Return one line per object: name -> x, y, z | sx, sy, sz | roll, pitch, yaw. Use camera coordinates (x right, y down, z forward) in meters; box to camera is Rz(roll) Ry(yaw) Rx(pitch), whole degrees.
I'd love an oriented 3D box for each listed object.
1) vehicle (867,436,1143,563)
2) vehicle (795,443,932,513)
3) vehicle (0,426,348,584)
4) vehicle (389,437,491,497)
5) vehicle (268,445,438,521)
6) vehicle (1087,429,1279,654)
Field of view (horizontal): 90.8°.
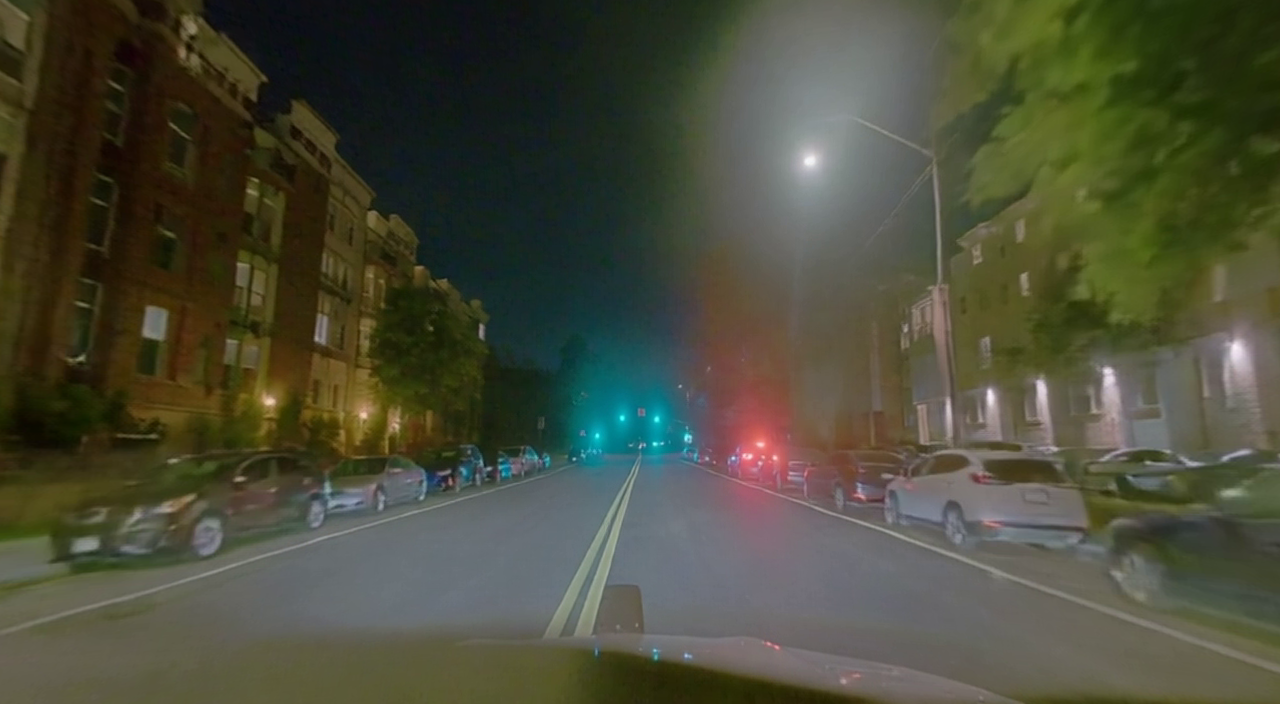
vehicle -> 5.061, 2.055, 9.564 | 1.729, 1.479, 4.101 | 0, -8, 0
vehicle -> 5.139, 2.922, 15.209 | 1.798, 1.432, 4.330 | 0, -9, 1
vehicle -> -6.345, 1.996, 9.180 | 1.947, 1.665, 4.716 | 0, -9, 0
vehicle -> -6.302, 3.658, 20.511 | 1.904, 1.727, 4.530 | 0, -9, -1
vehicle -> -6.446, 2.949, 14.836 | 1.809, 1.499, 4.358 | 0, -9, 2
vehicle -> 5.150, 1.180, 3.633 | 1.747, 1.486, 4.672 | 0, -9, 0
